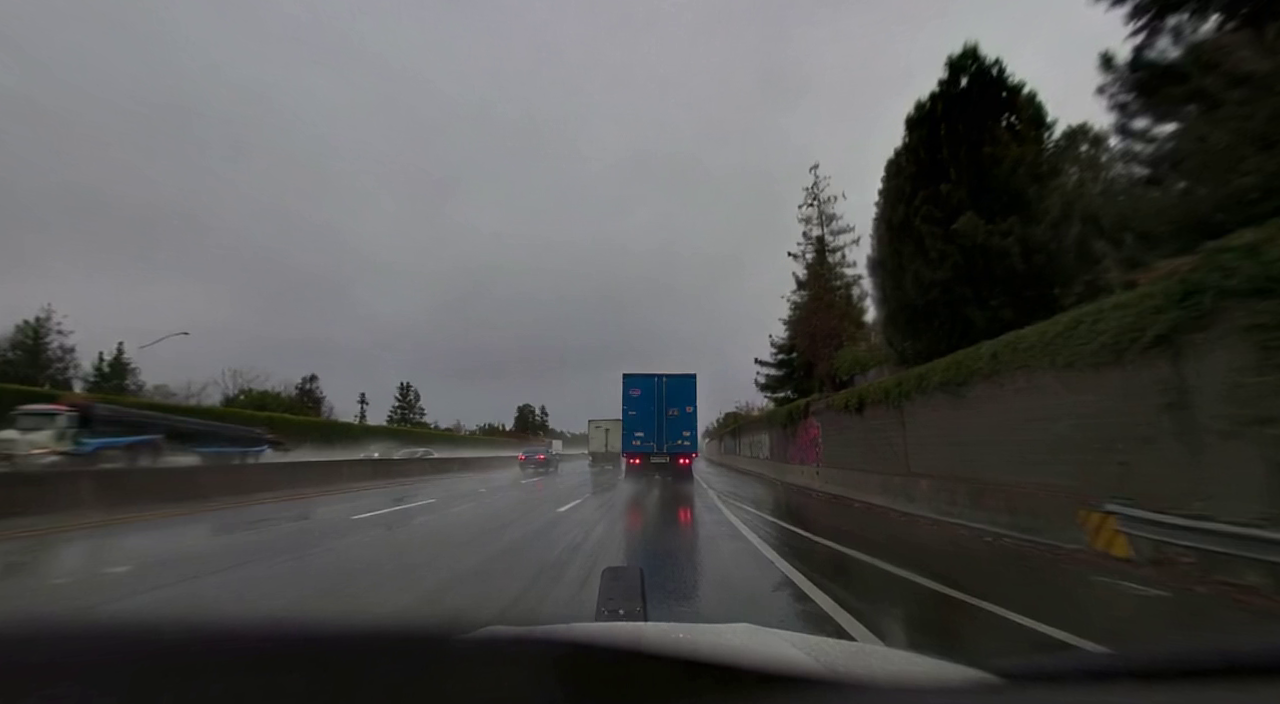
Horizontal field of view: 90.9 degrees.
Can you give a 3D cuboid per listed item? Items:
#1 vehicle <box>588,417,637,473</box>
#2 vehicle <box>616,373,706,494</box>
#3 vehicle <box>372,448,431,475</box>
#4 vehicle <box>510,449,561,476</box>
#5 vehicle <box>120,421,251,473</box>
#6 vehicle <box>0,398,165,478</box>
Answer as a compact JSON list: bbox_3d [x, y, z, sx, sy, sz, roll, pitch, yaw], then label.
[{"bbox_3d":[-1.885,6.946,46.968,2.713,3.704,9.148,0,-9,3],"label":"vehicle"},{"bbox_3d":[1.009,3.554,26.723,2.997,4.069,10.871,0,-9,3],"label":"vehicle"},{"bbox_3d":[-14.724,6.753,39.101,1.910,1.554,3.915,0,-9,3],"label":"vehicle"},{"bbox_3d":[-6.159,6.567,37.785,1.962,1.471,4.792,0,-9,4],"label":"vehicle"},{"bbox_3d":[-24.519,5.184,34.379,2.602,2.581,5.506,-1,-9,6],"label":"vehicle"},{"bbox_3d":[-25.214,3.816,27.810,2.651,3.031,7.034,0,-9,3],"label":"vehicle"}]
